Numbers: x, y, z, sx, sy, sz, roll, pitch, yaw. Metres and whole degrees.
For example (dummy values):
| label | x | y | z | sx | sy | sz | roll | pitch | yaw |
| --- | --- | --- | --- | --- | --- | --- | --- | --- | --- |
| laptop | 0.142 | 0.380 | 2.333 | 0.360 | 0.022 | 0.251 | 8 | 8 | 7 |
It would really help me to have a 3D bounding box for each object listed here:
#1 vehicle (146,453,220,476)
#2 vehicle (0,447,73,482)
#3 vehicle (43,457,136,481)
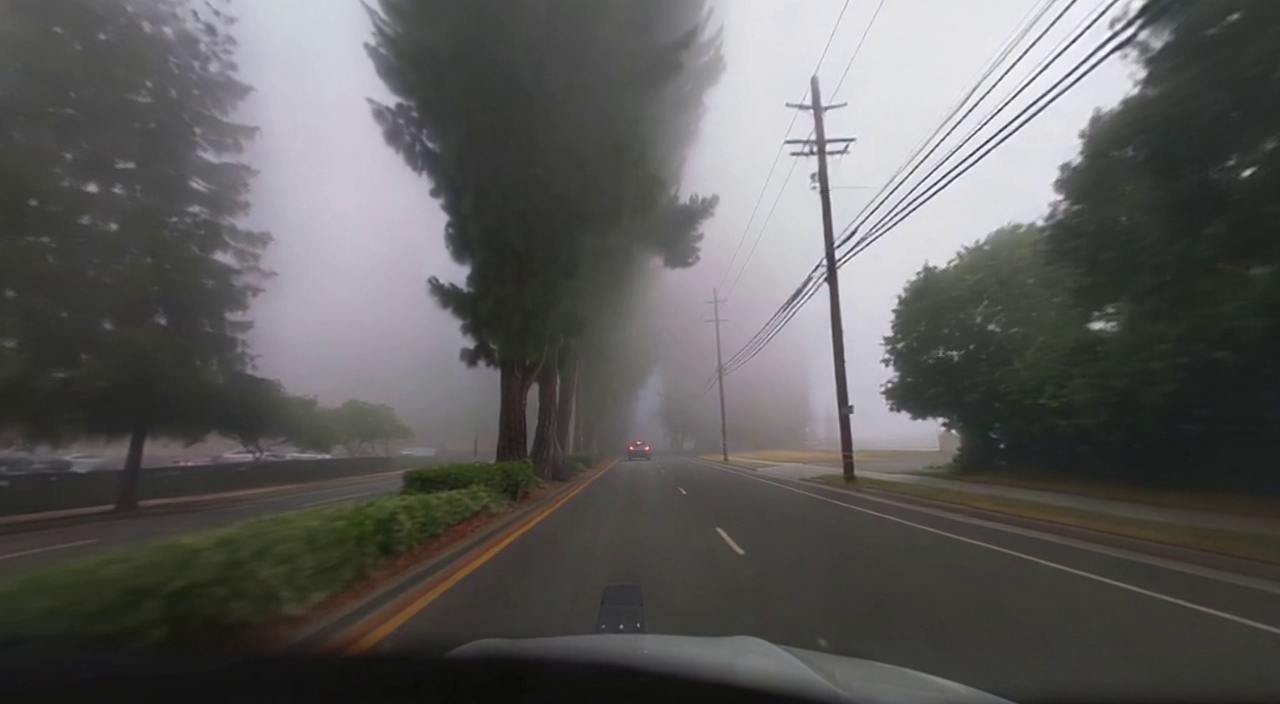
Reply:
| label | x | y | z | sx | sy | sz | roll | pitch | yaw |
| --- | --- | --- | --- | --- | --- | --- | --- | --- | --- |
| vehicle | -33.499 | 8.259 | 46.356 | 3.967 | 1.373 | 1.853 | -3 | -8 | -1 |
| vehicle | -33.672 | 5.965 | 33.556 | 5.024 | 1.788 | 2.150 | -1 | -9 | 2 |
| vehicle | -33.993 | 7.204 | 39.078 | 4.035 | 1.392 | 1.952 | -1 | -9 | 5 |
